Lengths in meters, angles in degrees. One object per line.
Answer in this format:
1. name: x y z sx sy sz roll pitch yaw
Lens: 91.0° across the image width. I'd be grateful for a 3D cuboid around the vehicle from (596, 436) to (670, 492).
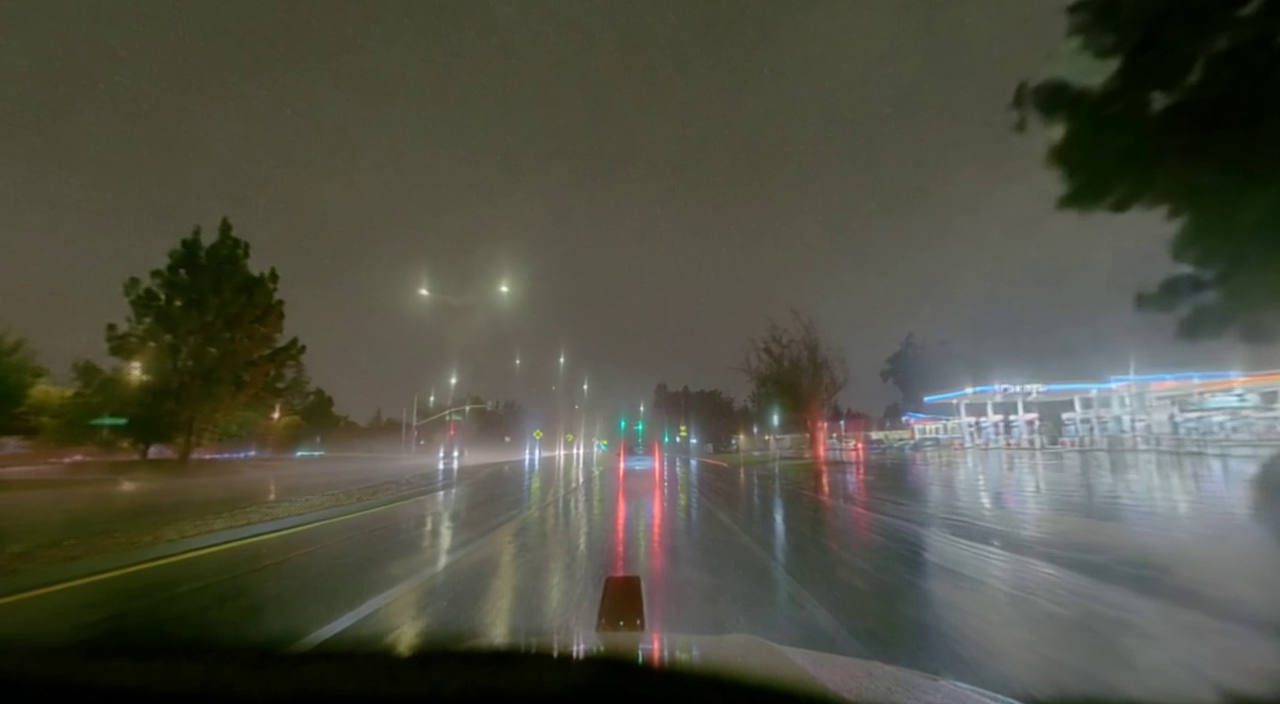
1. vehicle: -0.177 3.490 19.973 2.062 1.519 4.214 1 -9 0
